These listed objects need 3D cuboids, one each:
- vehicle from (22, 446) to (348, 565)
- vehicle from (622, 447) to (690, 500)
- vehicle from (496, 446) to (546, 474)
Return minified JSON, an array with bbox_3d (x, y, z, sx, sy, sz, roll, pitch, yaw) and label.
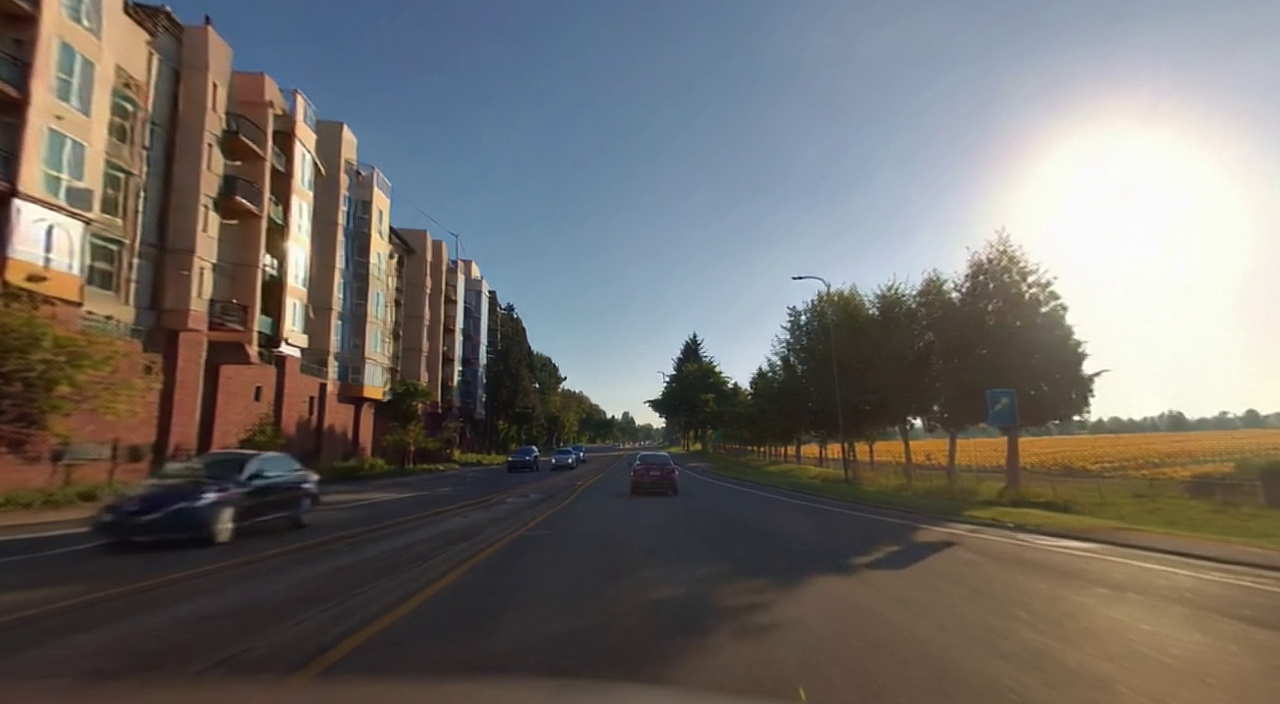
[{"bbox_3d":[-6.836,2.308,10.170,2.018,1.498,4.168,-1,-9,2],"label":"vehicle"},{"bbox_3d":[0.438,3.898,20.482,2.014,1.525,3.670,0,-9,-1],"label":"vehicle"},{"bbox_3d":[-7.860,7.190,41.953,2.171,1.757,4.706,-1,-9,3],"label":"vehicle"}]
